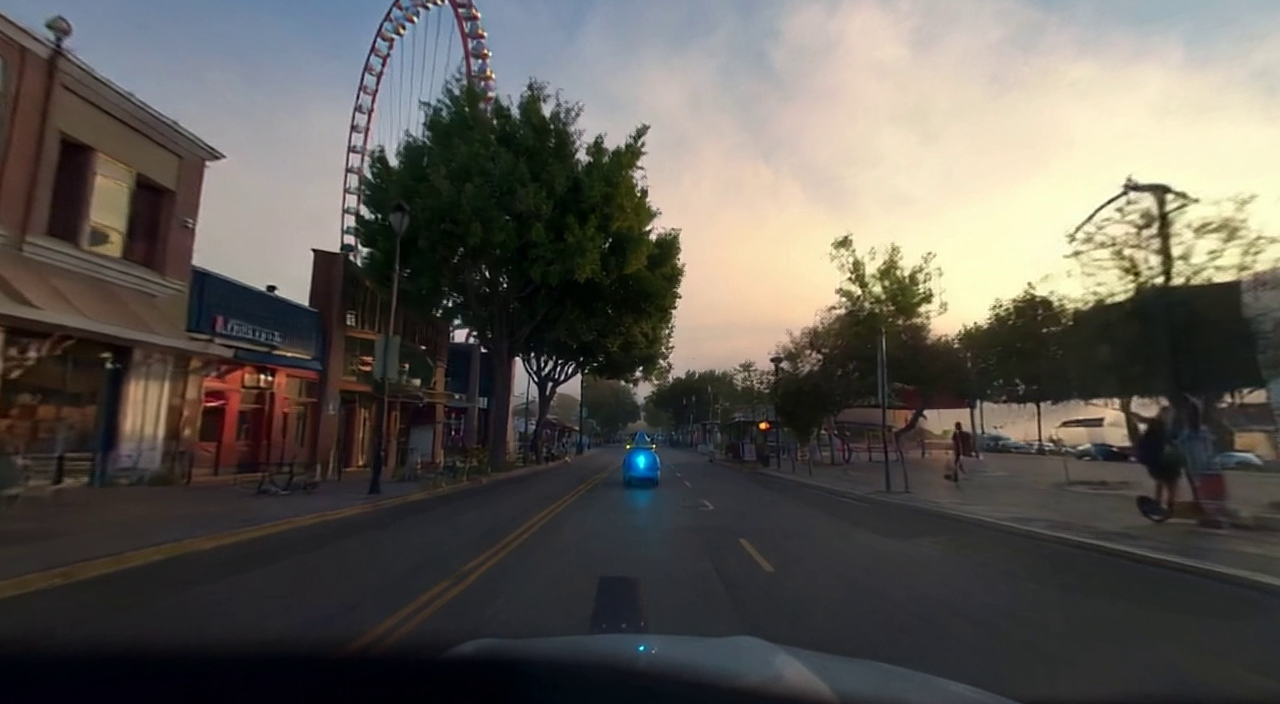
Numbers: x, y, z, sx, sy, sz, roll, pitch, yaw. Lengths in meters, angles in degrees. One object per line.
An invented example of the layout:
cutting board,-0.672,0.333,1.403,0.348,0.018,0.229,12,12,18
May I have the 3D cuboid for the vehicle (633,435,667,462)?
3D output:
vehicle,0.657,6.622,43.359,2.221,1.773,4.228,0,-8,0
